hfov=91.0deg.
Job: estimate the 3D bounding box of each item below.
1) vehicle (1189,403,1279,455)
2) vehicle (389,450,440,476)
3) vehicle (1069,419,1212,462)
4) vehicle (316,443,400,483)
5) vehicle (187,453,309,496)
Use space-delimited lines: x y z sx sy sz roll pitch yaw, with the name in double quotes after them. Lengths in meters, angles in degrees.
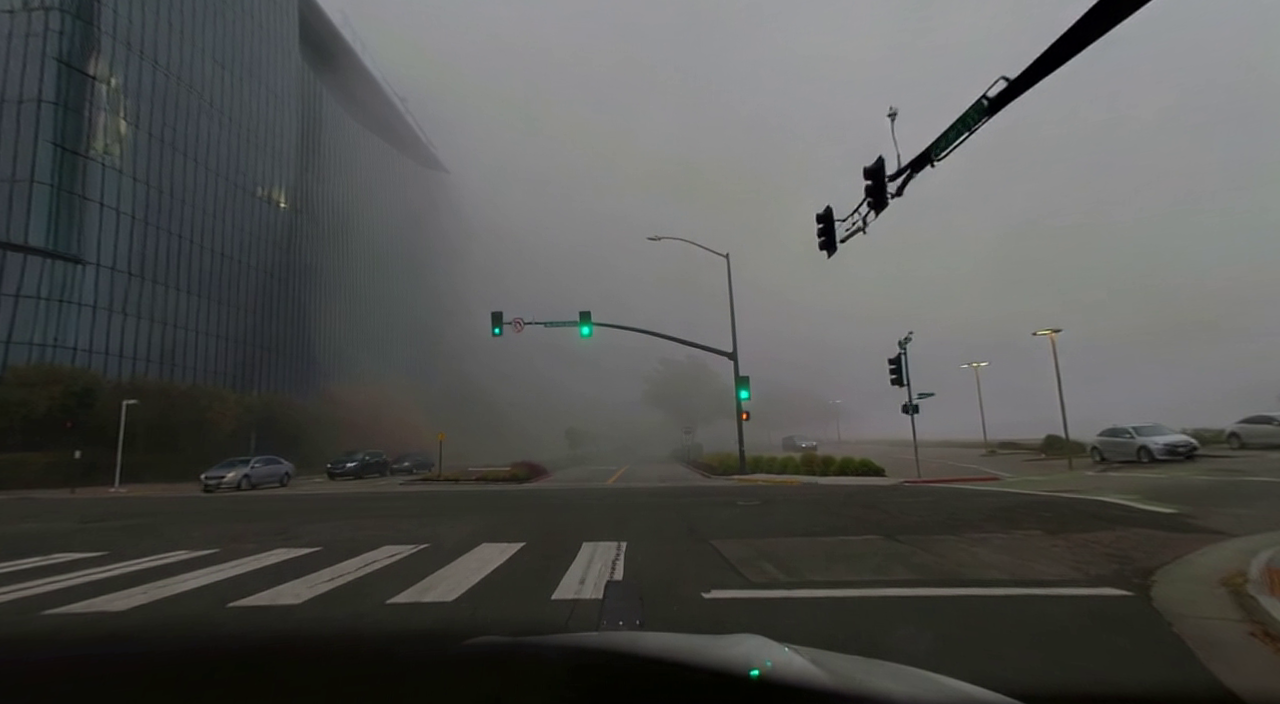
24.404 2.944 24.069 2.109 1.836 5.080 -2 -10 -1 "vehicle"
-15.133 7.450 42.439 1.932 1.605 4.146 0 -9 -1 "vehicle"
19.086 3.455 24.341 1.834 1.480 4.458 0 -9 -1 "vehicle"
-14.847 5.866 33.542 2.091 1.915 5.040 0 -9 0 "vehicle"
-14.935 4.654 24.335 1.790 1.437 4.349 0 -9 2 "vehicle"
